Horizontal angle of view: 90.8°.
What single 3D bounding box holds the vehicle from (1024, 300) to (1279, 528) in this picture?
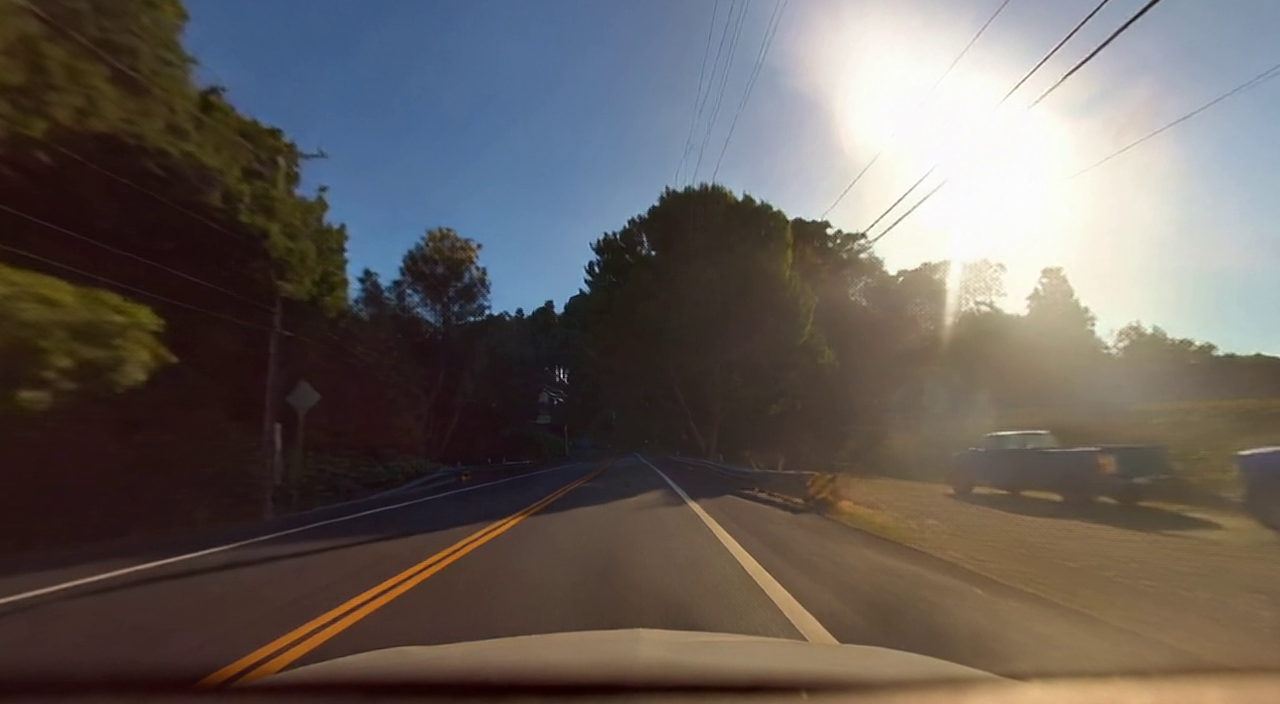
[{"bbox_3d":[14.699,1.533,14.497,3.172,4.493,18.371,-2,-9,9],"label":"vehicle"}]
